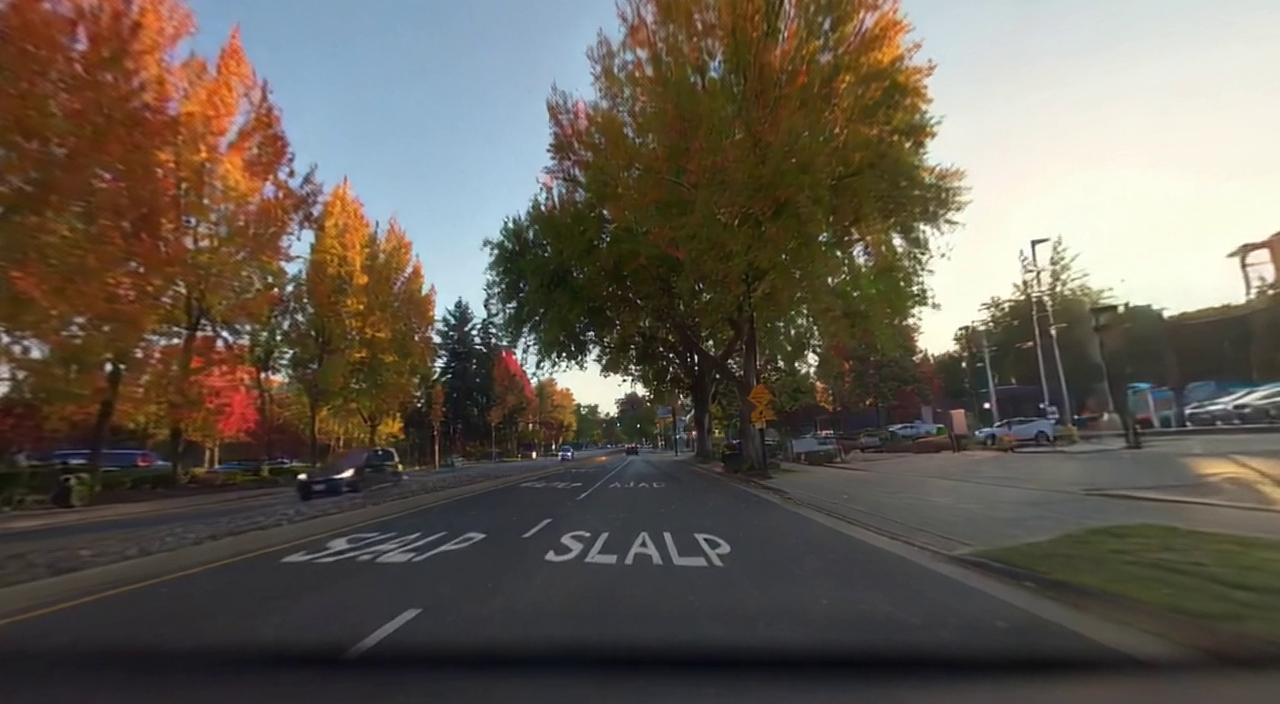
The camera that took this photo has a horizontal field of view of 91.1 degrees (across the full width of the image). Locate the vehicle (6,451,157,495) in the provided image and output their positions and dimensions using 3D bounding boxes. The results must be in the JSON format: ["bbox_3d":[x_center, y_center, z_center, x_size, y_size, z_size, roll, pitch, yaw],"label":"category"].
[{"bbox_3d":[-26.918,5.815,30.418,5.144,1.980,2.262,0,-9,2],"label":"vehicle"}]

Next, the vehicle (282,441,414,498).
[{"bbox_3d":[-10.520,4.255,23.245,2.196,1.829,5.389,0,-9,1],"label":"vehicle"}]

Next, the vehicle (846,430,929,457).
[{"bbox_3d":[15.922,5.933,40.565,4.474,1.698,2.088,0,-9,0],"label":"vehicle"}]

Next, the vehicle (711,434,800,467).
[{"bbox_3d":[7.379,6.355,40.585,5.336,2.006,2.022,0,-9,0],"label":"vehicle"}]
